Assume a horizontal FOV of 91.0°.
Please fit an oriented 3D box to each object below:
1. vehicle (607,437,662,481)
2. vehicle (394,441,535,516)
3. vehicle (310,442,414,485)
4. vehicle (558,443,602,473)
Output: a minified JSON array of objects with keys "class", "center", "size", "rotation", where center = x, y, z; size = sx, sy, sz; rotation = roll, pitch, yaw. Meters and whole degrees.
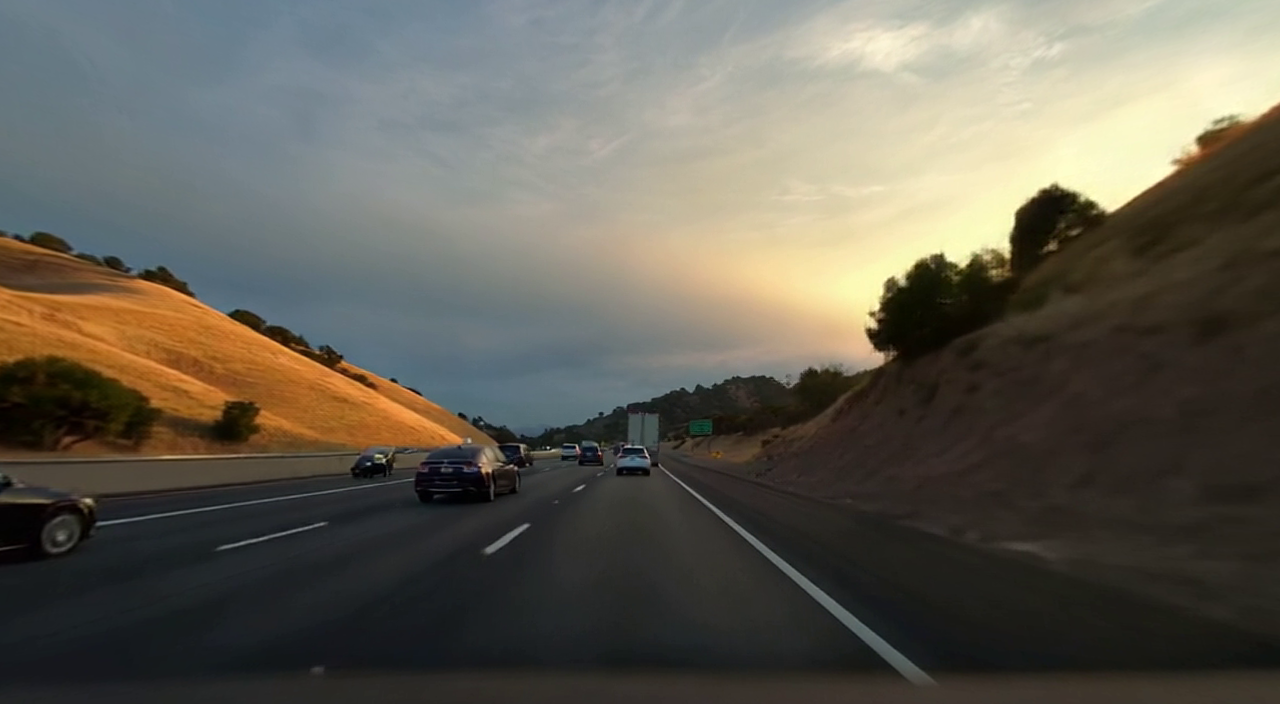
[{"class":"vehicle","center":[-0.219,4.725,28.067],"size":[2.281,1.795,4.297],"rotation":[1,-9,0]},{"class":"vehicle","center":[-3.901,2.880,14.929],"size":[1.943,1.468,4.547],"rotation":[0,-9,1]},{"class":"vehicle","center":[-10.795,4.352,24.849],"size":[1.950,1.507,4.527],"rotation":[0,-9,1]},{"class":"vehicle","center":[-3.564,6.389,38.297],"size":[2.155,1.661,4.477],"rotation":[0,-9,1]}]
